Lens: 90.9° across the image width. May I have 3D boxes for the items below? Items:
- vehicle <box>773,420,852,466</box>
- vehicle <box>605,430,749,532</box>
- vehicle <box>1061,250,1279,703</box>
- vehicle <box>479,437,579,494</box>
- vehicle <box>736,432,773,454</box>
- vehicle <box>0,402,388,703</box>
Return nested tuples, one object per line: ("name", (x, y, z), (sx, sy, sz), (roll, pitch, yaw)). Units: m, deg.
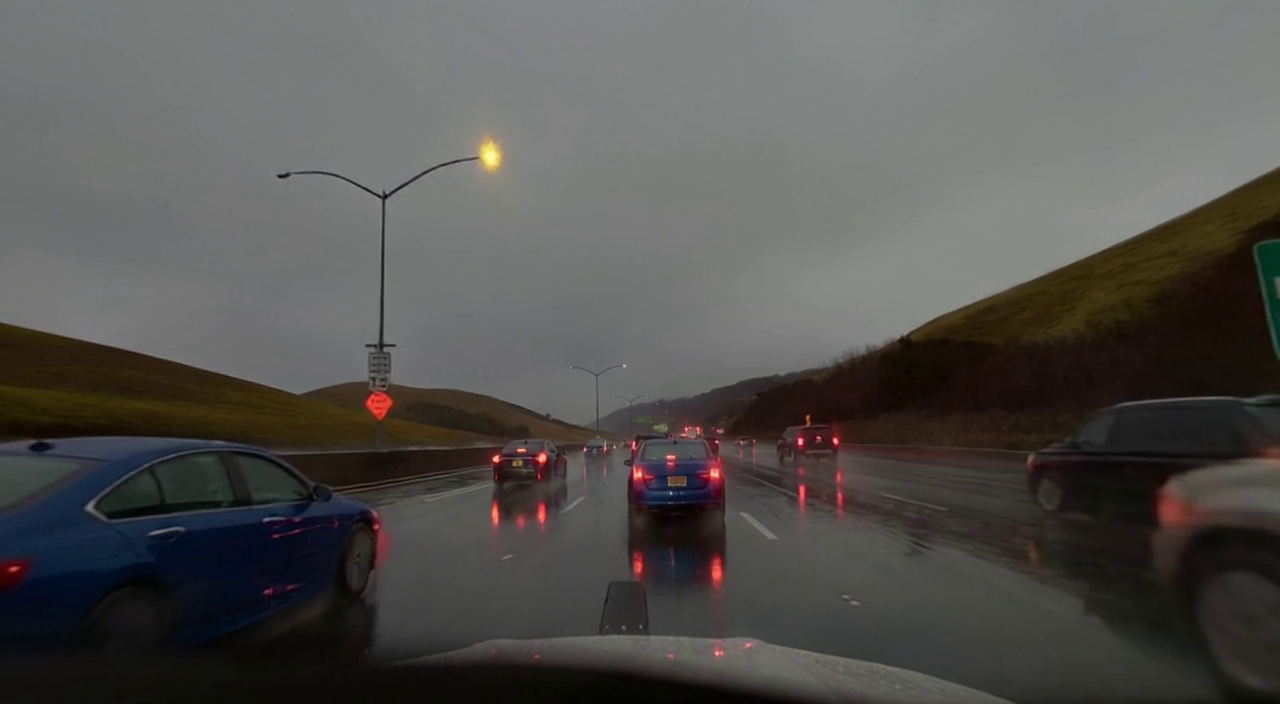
("vehicle", (7.501, 4.036, 28.005), (2.210, 1.831, 4.843), (-1, -8, 1))
("vehicle", (0.582, 2.142, 11.109), (2.072, 1.431, 3.904), (-1, -8, 2))
("vehicle", (3.520, 0.389, 1.354), (2.086, 1.884, 4.547), (-1, -8, 1))
("vehicle", (-3.095, 3.269, 18.614), (2.017, 1.446, 4.384), (-1, -8, 2))
("vehicle", (8.896, 7.098, 49.371), (2.032, 1.580, 4.928), (-1, -8, 1))
("vehicle", (-3.444, 1.157, 3.777), (2.033, 1.513, 4.333), (-1, -8, 1))
